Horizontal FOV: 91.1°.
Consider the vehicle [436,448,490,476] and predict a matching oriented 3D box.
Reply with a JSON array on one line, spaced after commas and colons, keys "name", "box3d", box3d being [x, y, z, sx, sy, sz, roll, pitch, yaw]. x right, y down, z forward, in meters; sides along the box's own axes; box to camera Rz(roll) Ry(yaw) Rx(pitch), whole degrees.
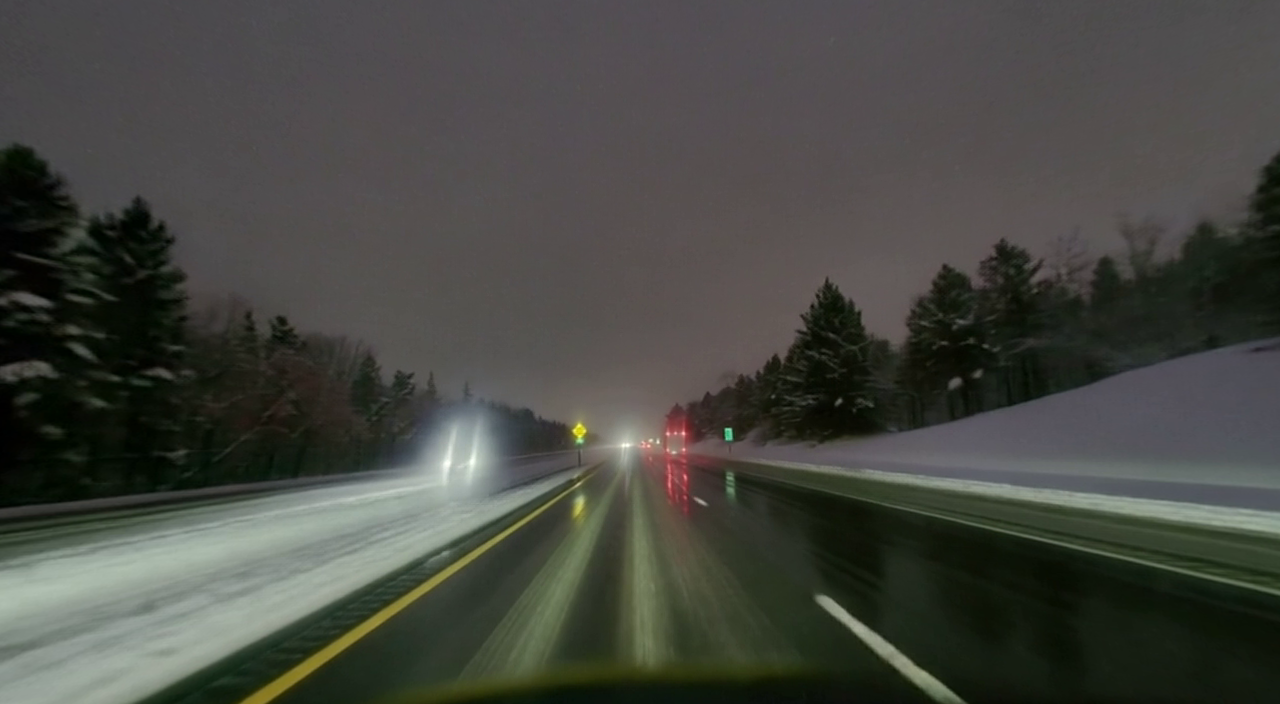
[{"name": "vehicle", "box3d": [-10.496, 6.547, 37.644, 1.988, 1.522, 4.582, 0, -9, -1]}]
